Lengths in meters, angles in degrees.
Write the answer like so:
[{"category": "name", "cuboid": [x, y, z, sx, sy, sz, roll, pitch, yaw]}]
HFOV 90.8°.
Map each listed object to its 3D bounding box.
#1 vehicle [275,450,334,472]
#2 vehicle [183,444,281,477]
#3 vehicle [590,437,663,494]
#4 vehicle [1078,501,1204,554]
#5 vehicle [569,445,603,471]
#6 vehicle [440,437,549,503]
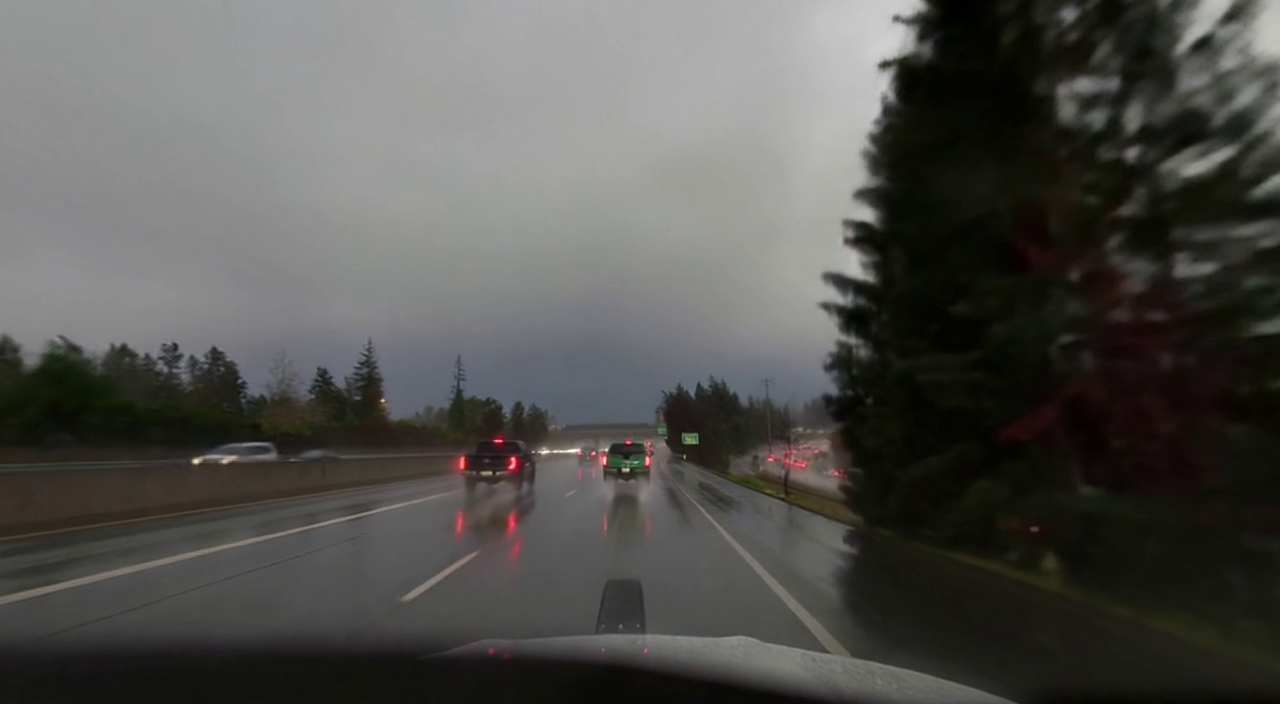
[{"category": "vehicle", "cuboid": [-24.524, 7.978, 46.382, 1.883, 1.458, 4.499, 0, -8, 0]}, {"category": "vehicle", "cuboid": [-21.649, 5.754, 33.786, 2.053, 1.639, 4.685, 0, -8, 1]}, {"category": "vehicle", "cuboid": [-0.385, 3.879, 22.014, 2.293, 1.753, 4.380, 0, -8, 1]}, {"category": "vehicle", "cuboid": [20.933, 7.318, 26.692, 1.956, 1.594, 4.425, -1, -8, 5]}, {"category": "vehicle", "cuboid": [-3.907, 7.794, 46.590, 1.991, 1.776, 4.333, 0, -8, 2]}, {"category": "vehicle", "cuboid": [-4.174, 3.465, 19.098, 2.038, 1.704, 5.181, 0, -8, 0]}]
